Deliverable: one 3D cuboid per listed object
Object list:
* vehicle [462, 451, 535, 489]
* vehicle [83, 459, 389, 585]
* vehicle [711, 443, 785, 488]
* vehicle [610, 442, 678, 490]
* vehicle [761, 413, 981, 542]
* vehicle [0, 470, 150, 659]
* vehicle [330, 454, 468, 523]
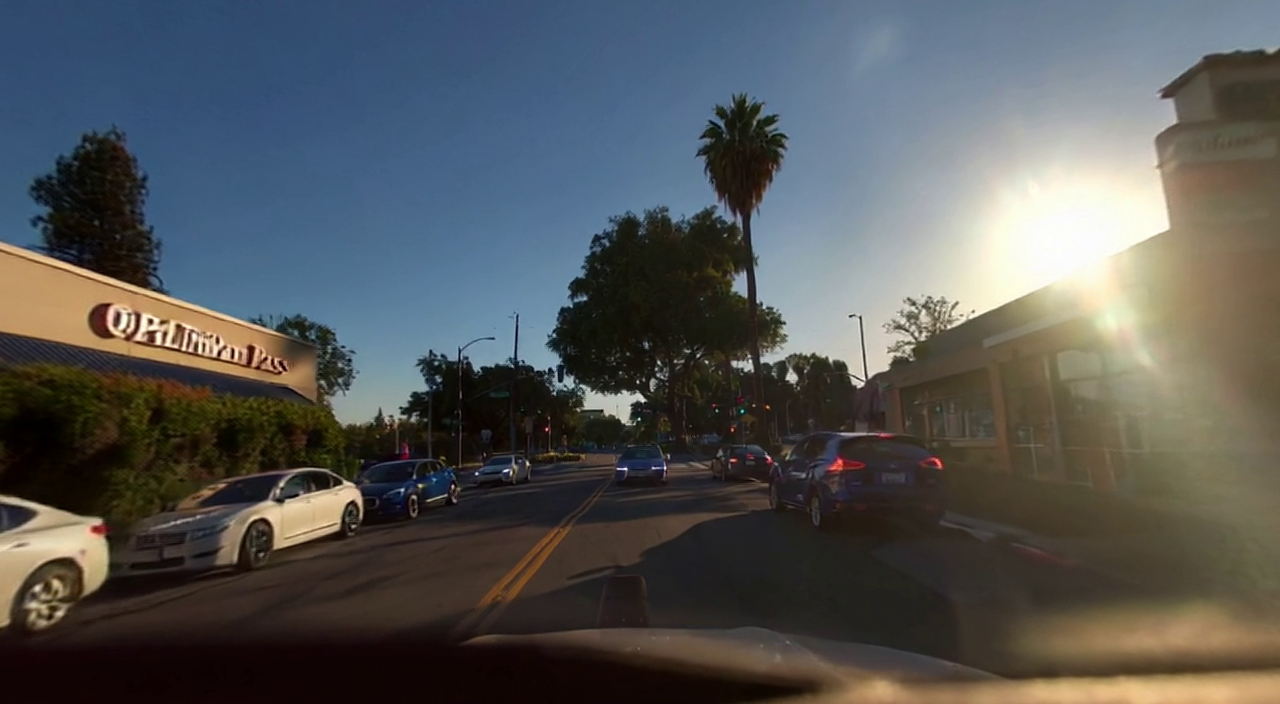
[{"bbox_3d":[-6.150,5.177,28.051,2.105,1.469,4.693,0,-8,1],"label":"vehicle"},{"bbox_3d":[-6.110,2.572,10.431,1.874,1.472,4.668,0,-8,1],"label":"vehicle"},{"bbox_3d":[3.715,3.968,22.508,1.821,1.417,4.454,0,-8,0],"label":"vehicle"},{"bbox_3d":[0.102,3.793,21.372,2.060,1.452,4.078,0,-8,0],"label":"vehicle"},{"bbox_3d":[3.737,2.144,11.489,2.099,1.786,5.198,0,-8,1],"label":"vehicle"},{"bbox_3d":[-6.232,1.685,4.517,1.810,1.489,4.336,-1,-8,3],"label":"vehicle"},{"bbox_3d":[-6.105,3.479,16.635,1.850,1.482,4.454,0,-8,1],"label":"vehicle"}]
